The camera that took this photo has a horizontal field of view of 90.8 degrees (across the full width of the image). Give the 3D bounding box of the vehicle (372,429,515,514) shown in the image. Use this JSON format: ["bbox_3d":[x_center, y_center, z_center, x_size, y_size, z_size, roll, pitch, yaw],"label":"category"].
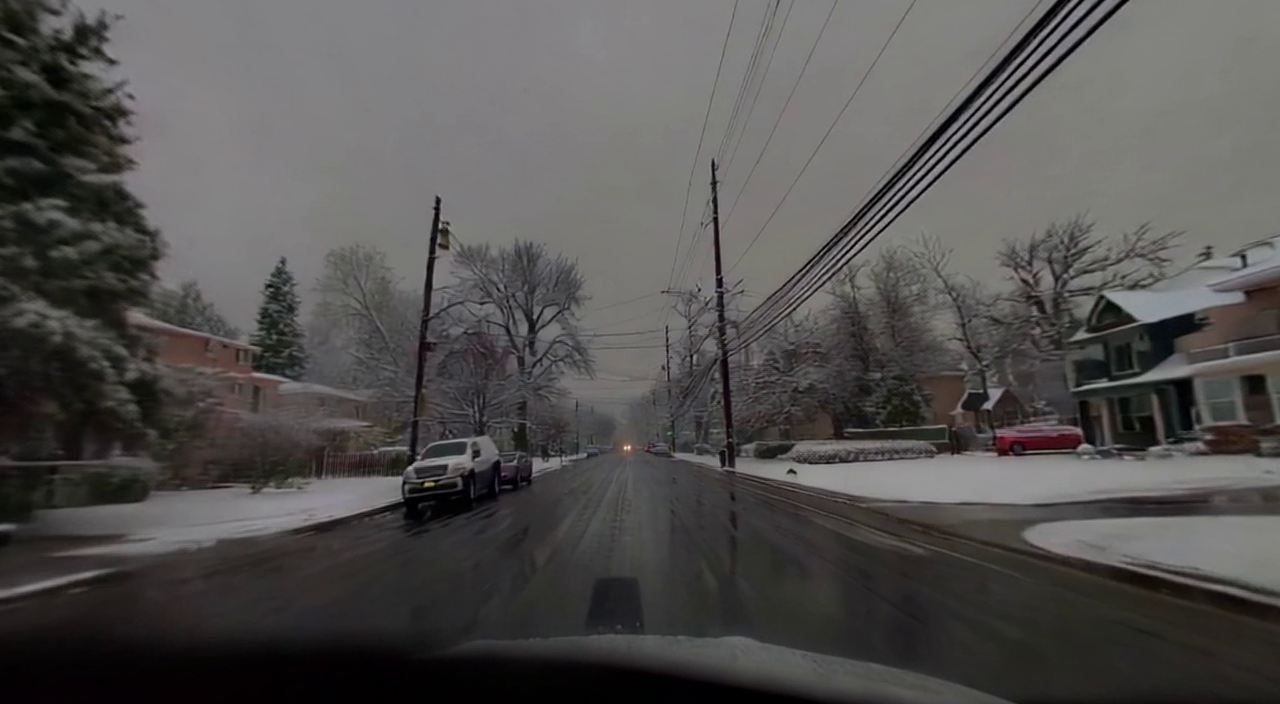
[{"bbox_3d":[-5.665,3.499,19.225,2.411,1.979,5.915,-5,-8,0],"label":"vehicle"}]

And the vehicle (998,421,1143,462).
[{"bbox_3d":[17.601,3.712,25.994,4.372,1.490,2.032,-2,-10,1],"label":"vehicle"}]

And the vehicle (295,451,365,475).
[{"bbox_3d":[-19.940,7.141,40.718,3.553,1.471,1.816,0,-9,-2],"label":"vehicle"}]
